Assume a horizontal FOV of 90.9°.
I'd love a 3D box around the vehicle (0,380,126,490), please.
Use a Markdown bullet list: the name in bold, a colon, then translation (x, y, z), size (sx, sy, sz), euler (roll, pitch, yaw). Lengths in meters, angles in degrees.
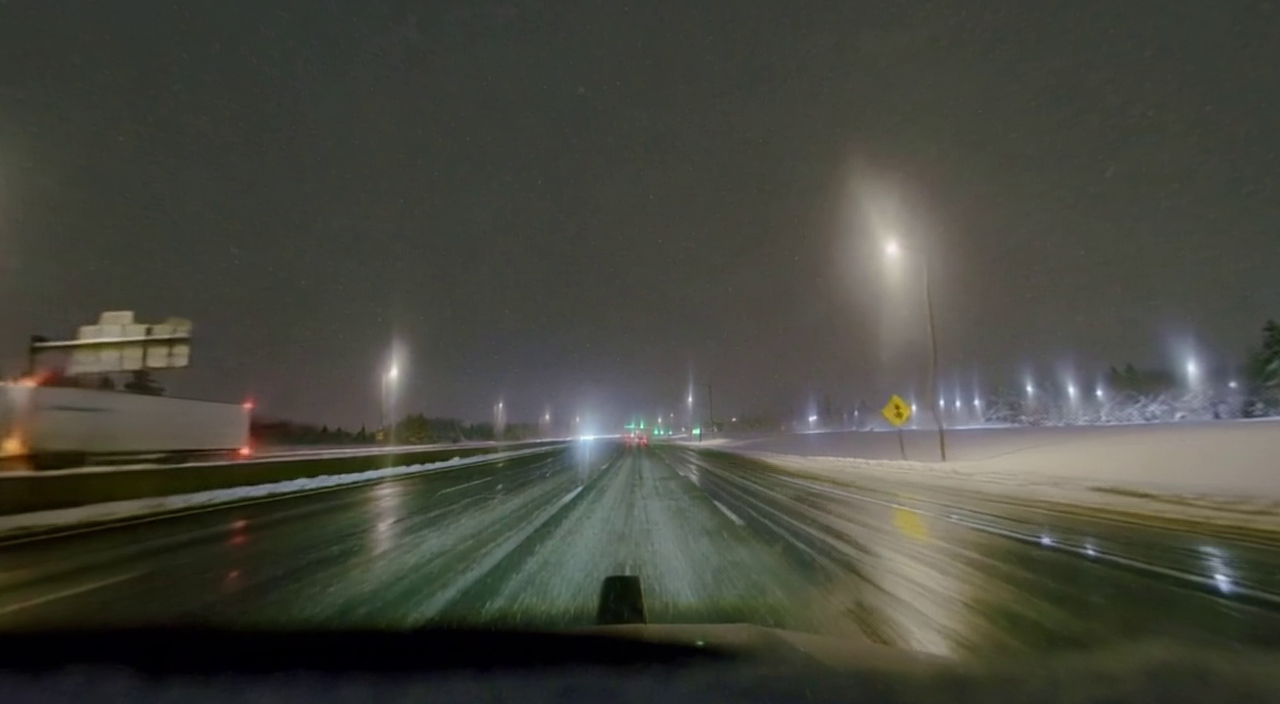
- **vehicle**: translation (-23.984, 3.049, 22.982), size (3.278, 3.774, 8.377), euler (0, -8, 1)
